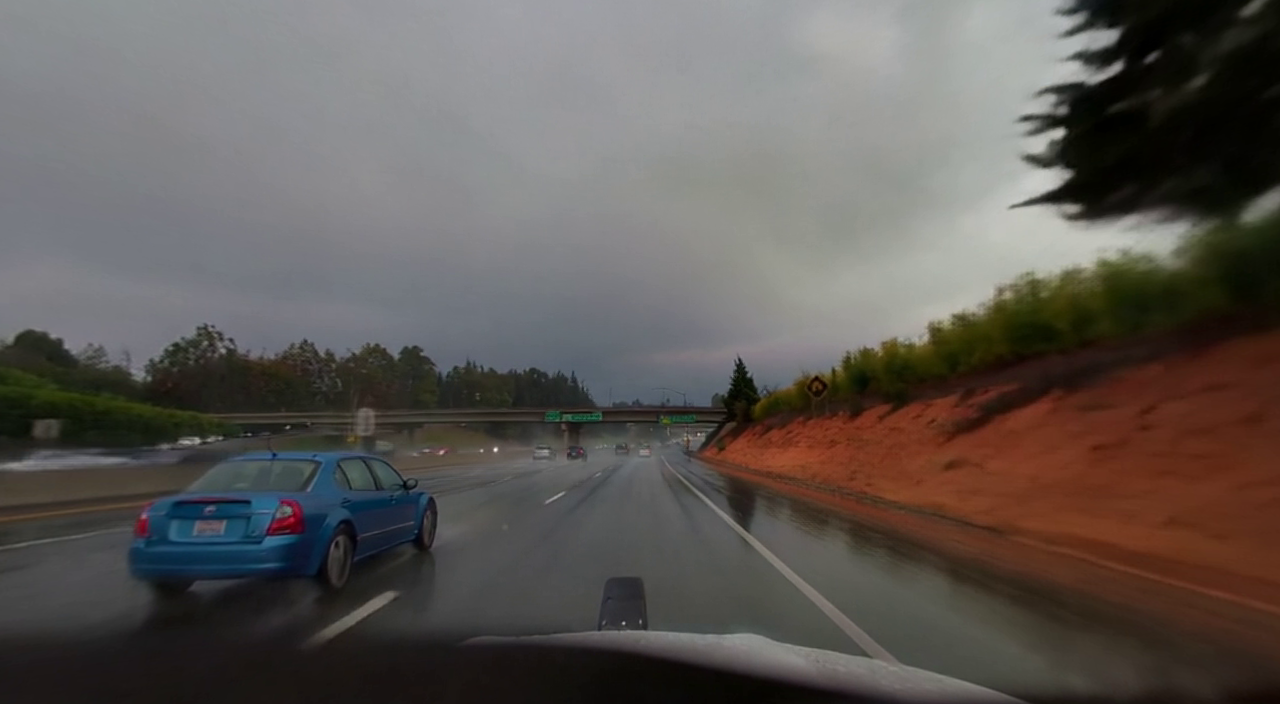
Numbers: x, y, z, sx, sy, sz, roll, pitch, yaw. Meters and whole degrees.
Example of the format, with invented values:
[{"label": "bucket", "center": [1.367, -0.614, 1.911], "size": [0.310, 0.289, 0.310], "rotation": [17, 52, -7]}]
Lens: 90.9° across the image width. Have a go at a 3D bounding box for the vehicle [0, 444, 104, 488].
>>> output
[{"label": "vehicle", "center": [-20.615, 3.852, 21.595], "size": [1.569, 1.354, 3.241], "rotation": [0, -8, 1]}]
